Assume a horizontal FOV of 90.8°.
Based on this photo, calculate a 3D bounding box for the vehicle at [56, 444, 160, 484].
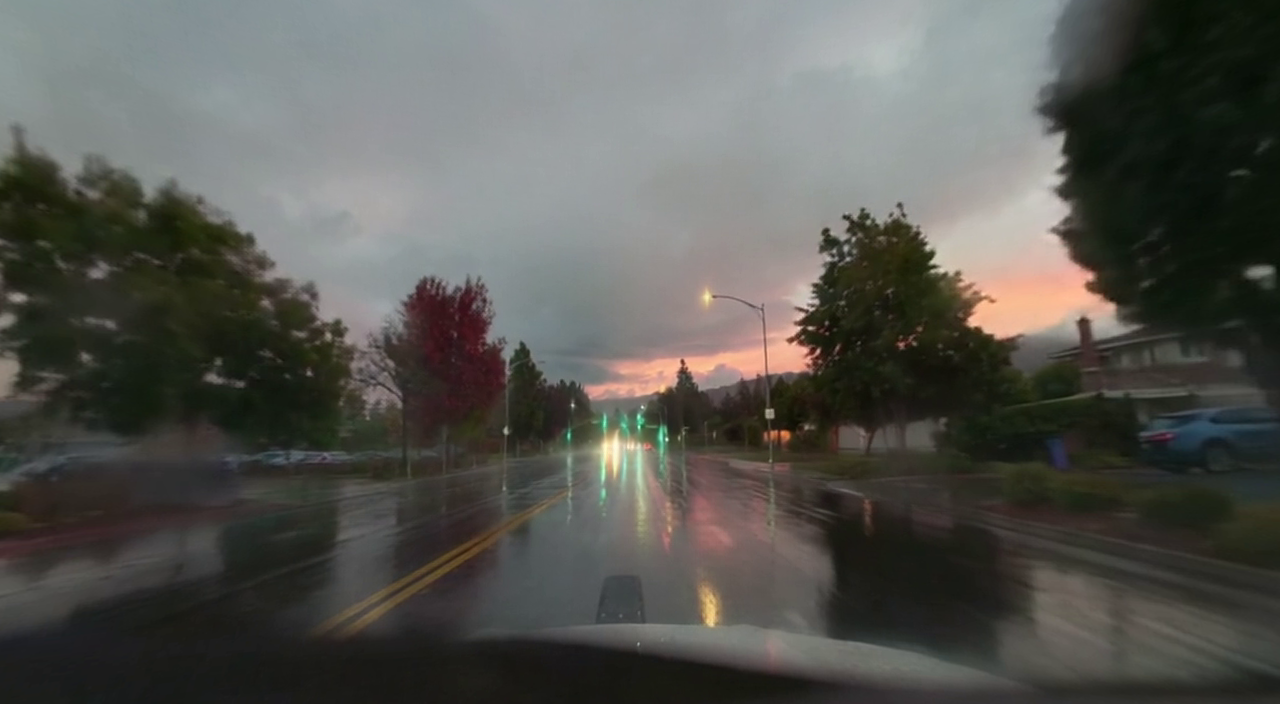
[{"bbox_3d":[-28.971,6.032,34.363,5.502,1.936,2.147,-4,-8,26],"label":"vehicle"}]

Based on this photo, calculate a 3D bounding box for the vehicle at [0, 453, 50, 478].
[{"bbox_3d":[-40.854,7.241,40.355,4.030,1.467,1.994,4,-9,-25],"label":"vehicle"}]

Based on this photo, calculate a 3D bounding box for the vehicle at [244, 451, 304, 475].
[{"bbox_3d":[-28.298,8.530,48.808,4.425,1.570,1.959,-3,-8,30],"label":"vehicle"}]

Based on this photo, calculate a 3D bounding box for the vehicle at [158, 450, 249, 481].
[{"bbox_3d":[-23.449,6.055,33.943,4.584,1.562,2.091,-5,-10,29],"label":"vehicle"}]

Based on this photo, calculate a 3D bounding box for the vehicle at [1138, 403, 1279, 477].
[{"bbox_3d":[21.223,3.033,21.817,6.048,2.416,2.158,0,-9,0],"label":"vehicle"}]
